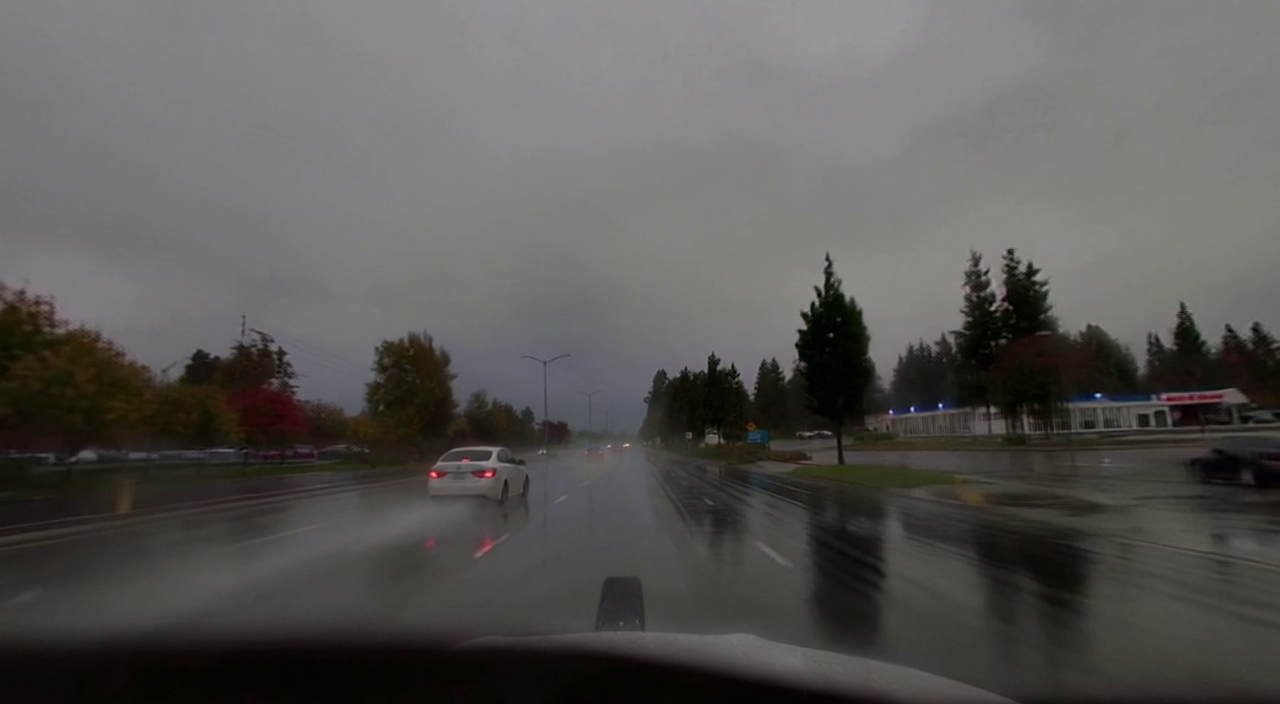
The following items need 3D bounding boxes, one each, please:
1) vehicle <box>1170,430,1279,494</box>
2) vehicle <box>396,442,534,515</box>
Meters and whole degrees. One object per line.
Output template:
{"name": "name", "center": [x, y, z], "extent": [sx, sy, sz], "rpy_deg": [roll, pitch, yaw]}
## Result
{"name": "vehicle", "center": [16.201, 2.668, 15.531], "extent": [4.429, 1.459, 1.967], "rpy_deg": [-1, -9, 2]}
{"name": "vehicle", "center": [-3.936, 2.919, 15.138], "extent": [2.003, 1.454, 4.484], "rpy_deg": [0, -9, 0]}
